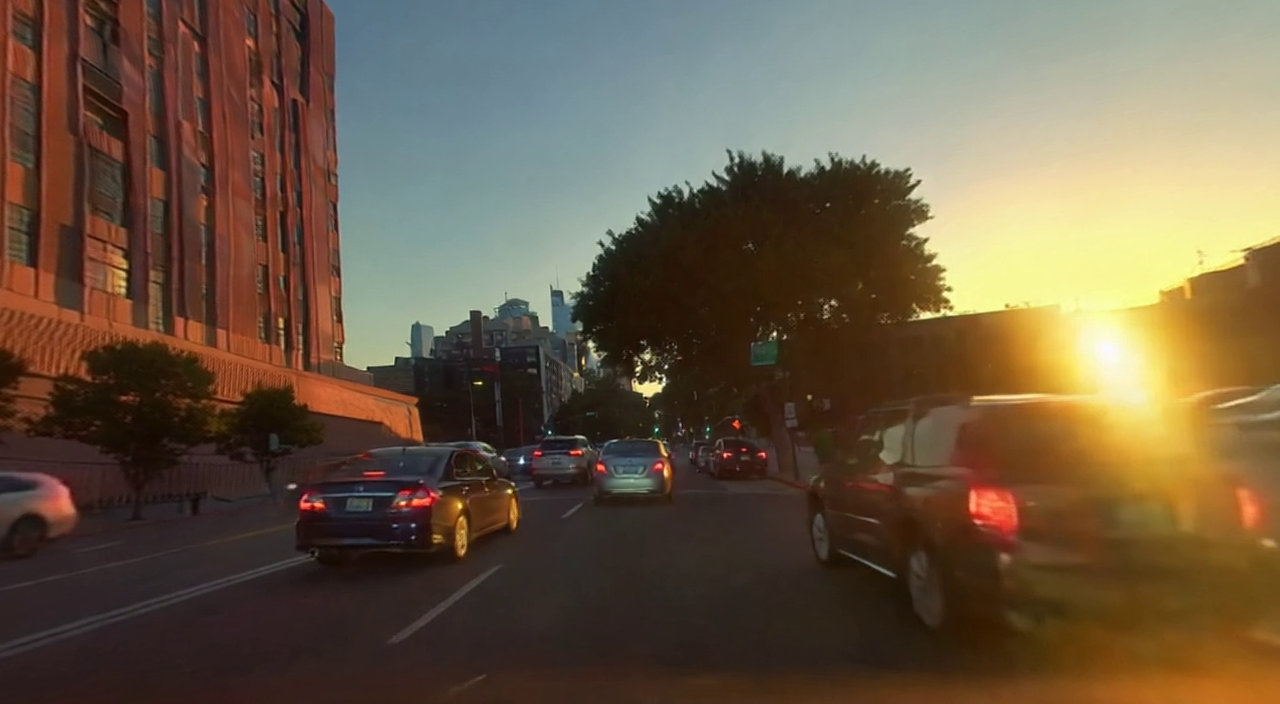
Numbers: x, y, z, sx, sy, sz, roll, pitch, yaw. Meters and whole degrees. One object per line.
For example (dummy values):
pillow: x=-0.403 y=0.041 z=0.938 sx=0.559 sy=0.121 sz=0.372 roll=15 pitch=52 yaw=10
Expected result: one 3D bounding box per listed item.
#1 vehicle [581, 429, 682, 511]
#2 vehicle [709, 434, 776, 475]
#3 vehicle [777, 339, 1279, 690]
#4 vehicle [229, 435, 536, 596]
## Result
vehicle: x=-0.091 y=2.700 z=14.983 sx=2.076 sy=1.667 sz=3.948 roll=0 pitch=-8 yaw=2
vehicle: x=3.967 y=4.006 z=25.116 sx=2.065 sy=1.461 sz=4.181 roll=0 pitch=-7 yaw=1
vehicle: x=2.989 y=1.225 z=5.987 sx=2.352 sy=1.953 sz=4.798 roll=0 pitch=-8 yaw=1
vehicle: x=-2.788 y=1.838 z=8.162 sx=1.940 sy=1.481 sz=4.376 roll=0 pitch=-8 yaw=3
